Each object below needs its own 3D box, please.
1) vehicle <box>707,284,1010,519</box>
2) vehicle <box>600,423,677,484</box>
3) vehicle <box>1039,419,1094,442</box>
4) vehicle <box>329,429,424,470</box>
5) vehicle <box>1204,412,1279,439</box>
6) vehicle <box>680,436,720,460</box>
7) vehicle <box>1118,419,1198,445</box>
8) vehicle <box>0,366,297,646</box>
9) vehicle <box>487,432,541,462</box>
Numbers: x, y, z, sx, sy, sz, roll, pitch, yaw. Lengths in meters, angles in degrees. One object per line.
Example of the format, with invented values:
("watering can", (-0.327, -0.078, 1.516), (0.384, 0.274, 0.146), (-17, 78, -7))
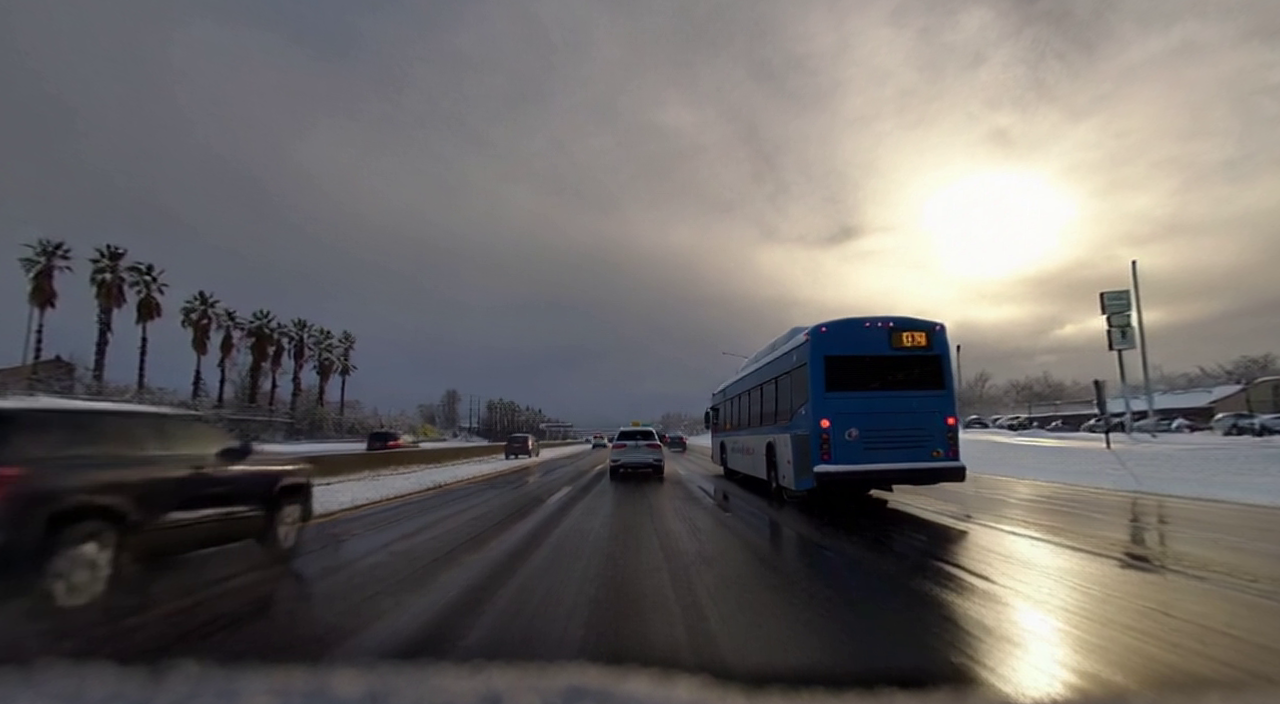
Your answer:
("vehicle", (4.062, 1.780, 16.767), (3.020, 3.622, 14.302), (0, -9, 0))
("vehicle", (-0.009, 3.317, 20.721), (2.268, 1.796, 4.280), (0, -9, 1))
("vehicle", (33.451, 6.214, 49.508), (1.859, 1.638, 4.161), (-1, -9, 8))
("vehicle", (-12.363, 4.639, 29.984), (2.332, 1.748, 4.897), (0, -9, 0))
("vehicle", (41.847, 5.107, 43.372), (4.228, 1.685, 1.871), (-7, -11, 40))
("vehicle", (3.869, 6.332, 41.591), (2.039, 1.516, 4.521), (0, -9, -2))
("vehicle", (32.158, 5.029, 39.244), (1.795, 1.481, 3.986), (-1, -9, 4))
("vehicle", (-5.117, 1.120, 4.923), (2.100, 1.765, 4.743), (0, -9, 1))
("vehicle", (-7.745, 5.927, 39.157), (2.291, 1.729, 4.879), (0, -9, 1))
